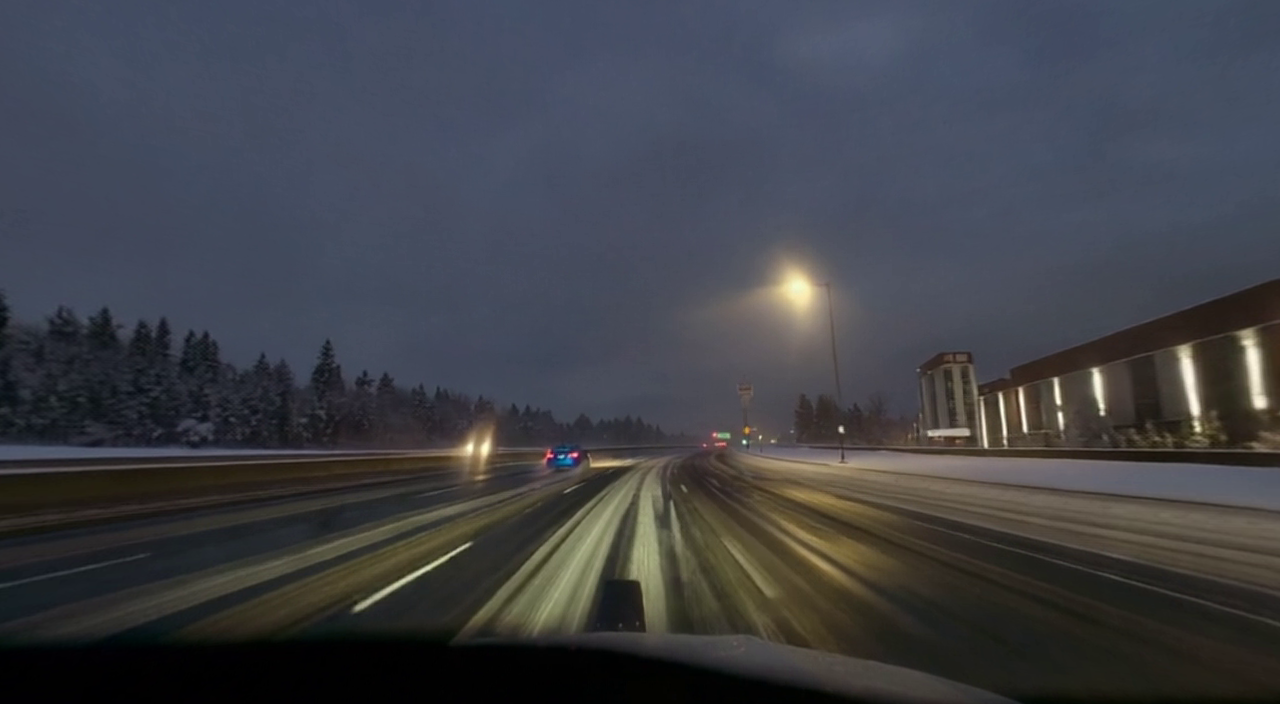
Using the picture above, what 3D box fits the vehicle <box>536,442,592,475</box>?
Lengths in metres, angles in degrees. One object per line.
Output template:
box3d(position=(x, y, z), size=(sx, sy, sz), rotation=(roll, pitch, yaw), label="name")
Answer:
box3d(position=(-3.761, 5.368, 32.110), size=(2.087, 1.566, 4.756), rotation=(0, -9, 2), label="vehicle")
